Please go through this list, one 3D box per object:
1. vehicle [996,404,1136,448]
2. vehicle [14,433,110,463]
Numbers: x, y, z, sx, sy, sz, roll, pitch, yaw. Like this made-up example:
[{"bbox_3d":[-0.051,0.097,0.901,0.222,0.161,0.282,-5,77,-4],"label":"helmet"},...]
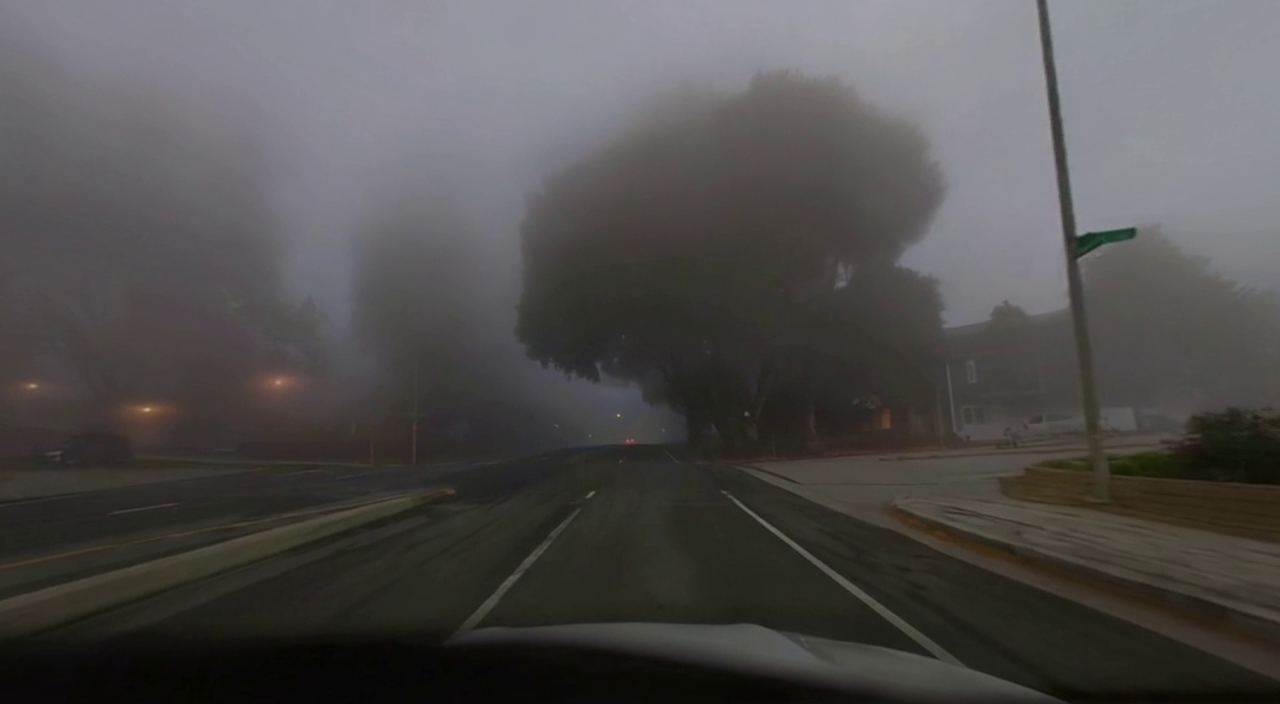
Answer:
[{"bbox_3d":[18.812,3.308,28.093,4.698,1.583,2.081,2,-11,1],"label":"vehicle"},{"bbox_3d":[-30.045,5.007,33.020,1.991,1.435,4.421,3,-9,-19],"label":"vehicle"}]
